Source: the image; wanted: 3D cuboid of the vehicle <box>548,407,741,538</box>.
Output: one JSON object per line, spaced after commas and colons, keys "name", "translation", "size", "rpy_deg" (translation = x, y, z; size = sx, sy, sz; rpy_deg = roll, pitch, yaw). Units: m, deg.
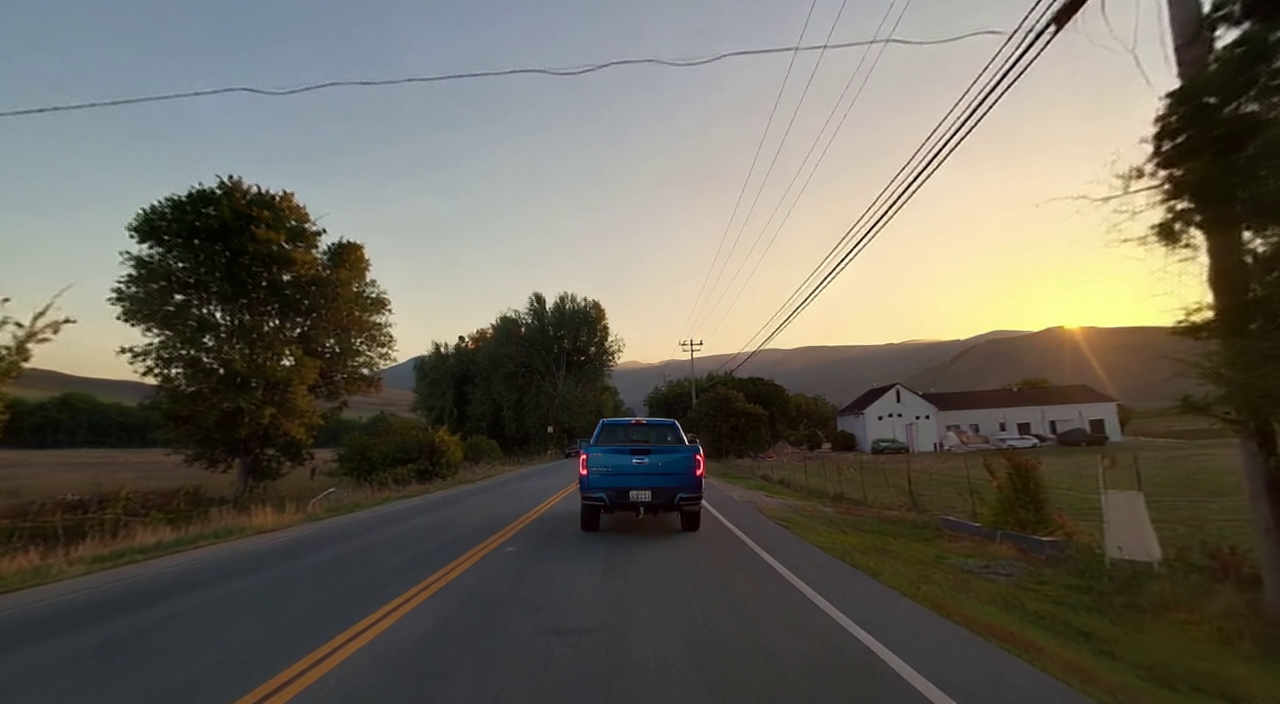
{"name": "vehicle", "translation": [0.018, 2.178, 12.128], "size": [2.774, 1.861, 5.885], "rpy_deg": [0, -8, -1]}
